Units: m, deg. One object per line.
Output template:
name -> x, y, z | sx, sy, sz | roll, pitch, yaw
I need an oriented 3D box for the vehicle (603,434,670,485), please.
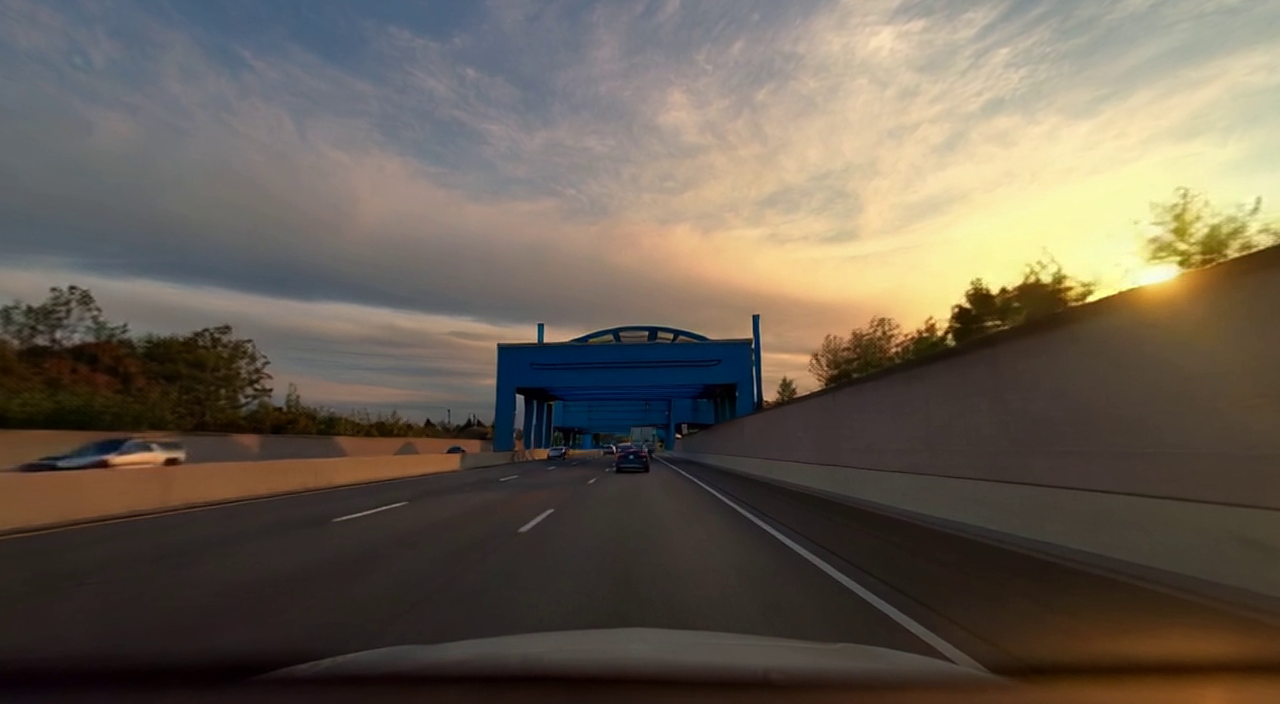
vehicle -> -0.085, 4.073, 24.067 | 2.299, 1.716, 4.579 | -1, -9, 1
